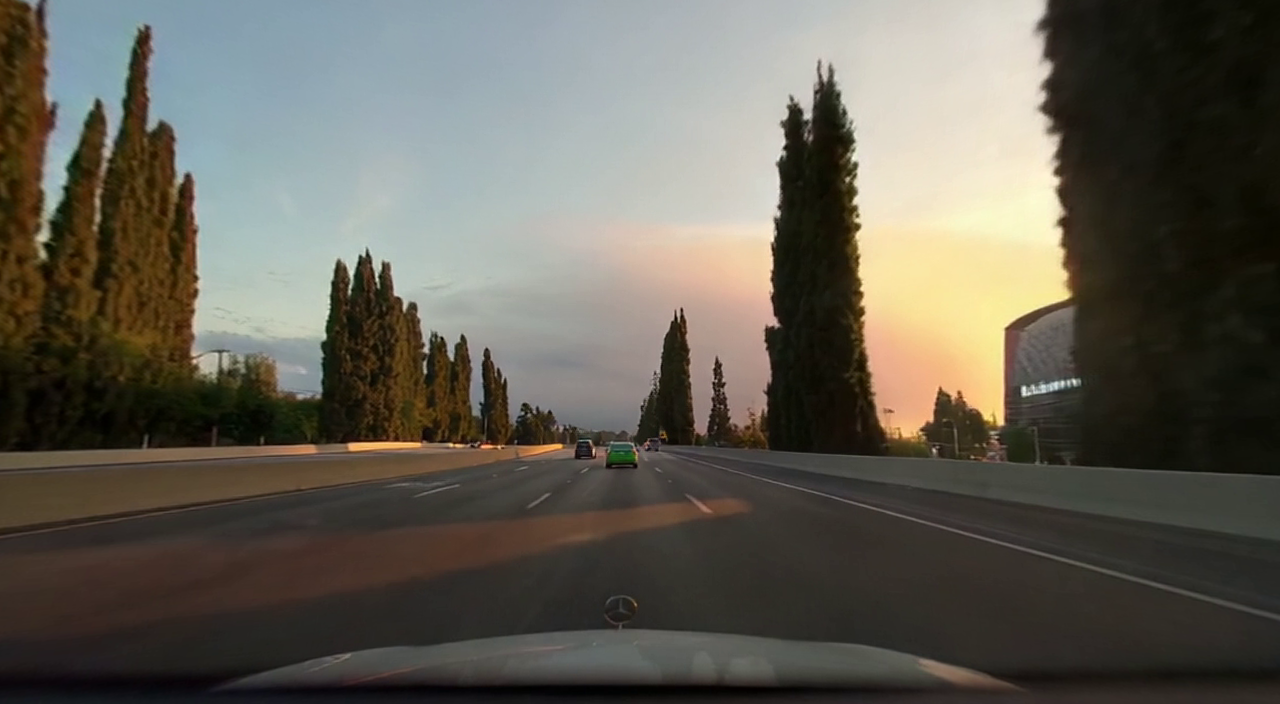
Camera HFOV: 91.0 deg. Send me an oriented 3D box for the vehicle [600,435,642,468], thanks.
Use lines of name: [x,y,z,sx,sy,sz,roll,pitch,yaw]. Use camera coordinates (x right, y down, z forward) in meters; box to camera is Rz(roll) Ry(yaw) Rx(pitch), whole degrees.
vehicle: [-1.116,5.837,37.070,2.302,1.810,4.707,0,-8,-1]
